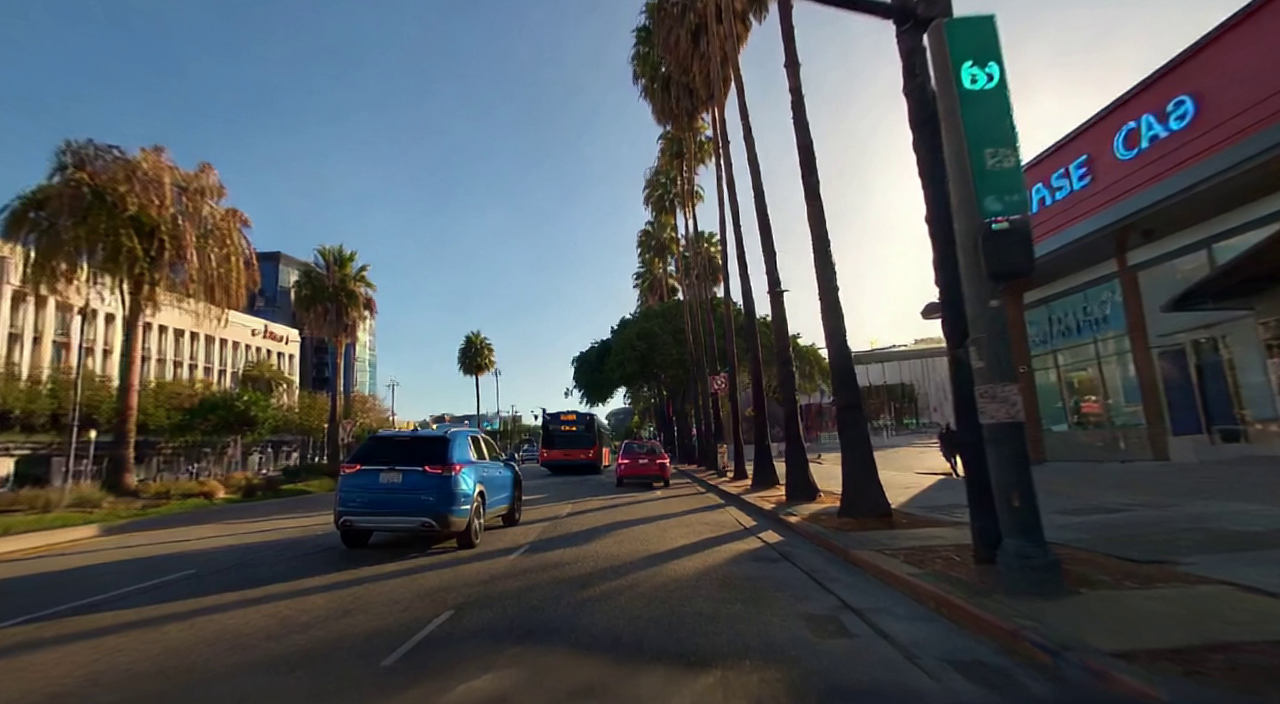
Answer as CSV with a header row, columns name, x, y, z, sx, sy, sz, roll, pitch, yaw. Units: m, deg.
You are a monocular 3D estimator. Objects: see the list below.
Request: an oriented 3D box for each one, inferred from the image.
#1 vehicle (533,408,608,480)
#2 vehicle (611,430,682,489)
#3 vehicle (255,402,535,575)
name,x,y,z,sx,sy,sz,roll,pitch,yaw
vehicle,-3.213,4.554,31.326,2.775,3.064,8.297,0,-8,0
vehicle,0.170,3.497,20.708,2.120,1.727,3.917,0,-8,-1
vehicle,-2.957,1.772,8.973,2.124,1.799,4.587,0,-8,0
